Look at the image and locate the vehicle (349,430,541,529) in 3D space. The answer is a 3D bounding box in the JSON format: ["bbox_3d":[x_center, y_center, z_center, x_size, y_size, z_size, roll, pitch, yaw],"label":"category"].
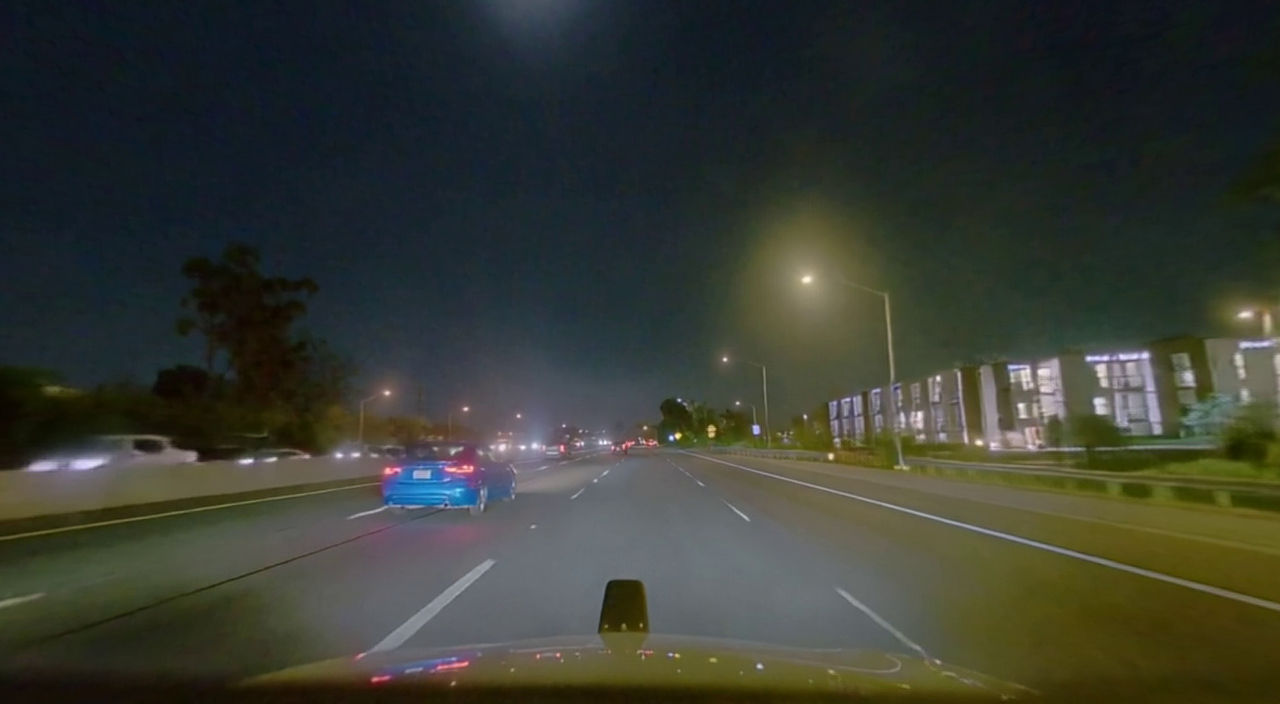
[{"bbox_3d":[-3.519,2.411,12.613,2.144,1.565,4.951,0,-8,2],"label":"vehicle"}]

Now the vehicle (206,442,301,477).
[{"bbox_3d":[-21.286,5.894,34.992,2.057,1.785,4.964,0,-8,1],"label":"vehicle"}]

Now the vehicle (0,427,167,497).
[{"bbox_3d":[-17.090,3.206,18.759,2.108,1.795,4.913,0,-8,1],"label":"vehicle"}]

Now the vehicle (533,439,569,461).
[{"bbox_3d":[-6.907,7.679,49.476,2.118,1.675,4.395,0,-8,1],"label":"vehicle"}]
